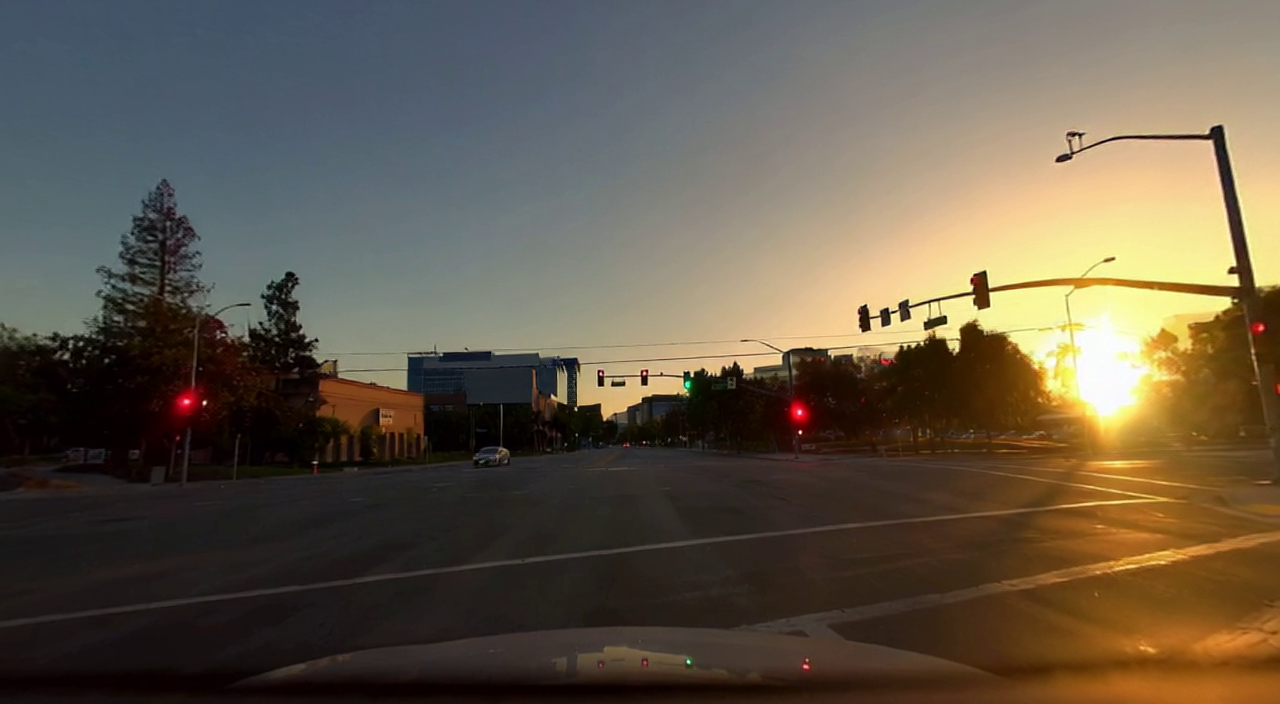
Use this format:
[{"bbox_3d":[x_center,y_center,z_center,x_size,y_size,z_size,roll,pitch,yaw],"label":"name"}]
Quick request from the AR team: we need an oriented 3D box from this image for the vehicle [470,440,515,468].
[{"bbox_3d":[-9.729,6.750,41.992,1.988,1.692,4.412,0,-8,0],"label":"vehicle"}]
